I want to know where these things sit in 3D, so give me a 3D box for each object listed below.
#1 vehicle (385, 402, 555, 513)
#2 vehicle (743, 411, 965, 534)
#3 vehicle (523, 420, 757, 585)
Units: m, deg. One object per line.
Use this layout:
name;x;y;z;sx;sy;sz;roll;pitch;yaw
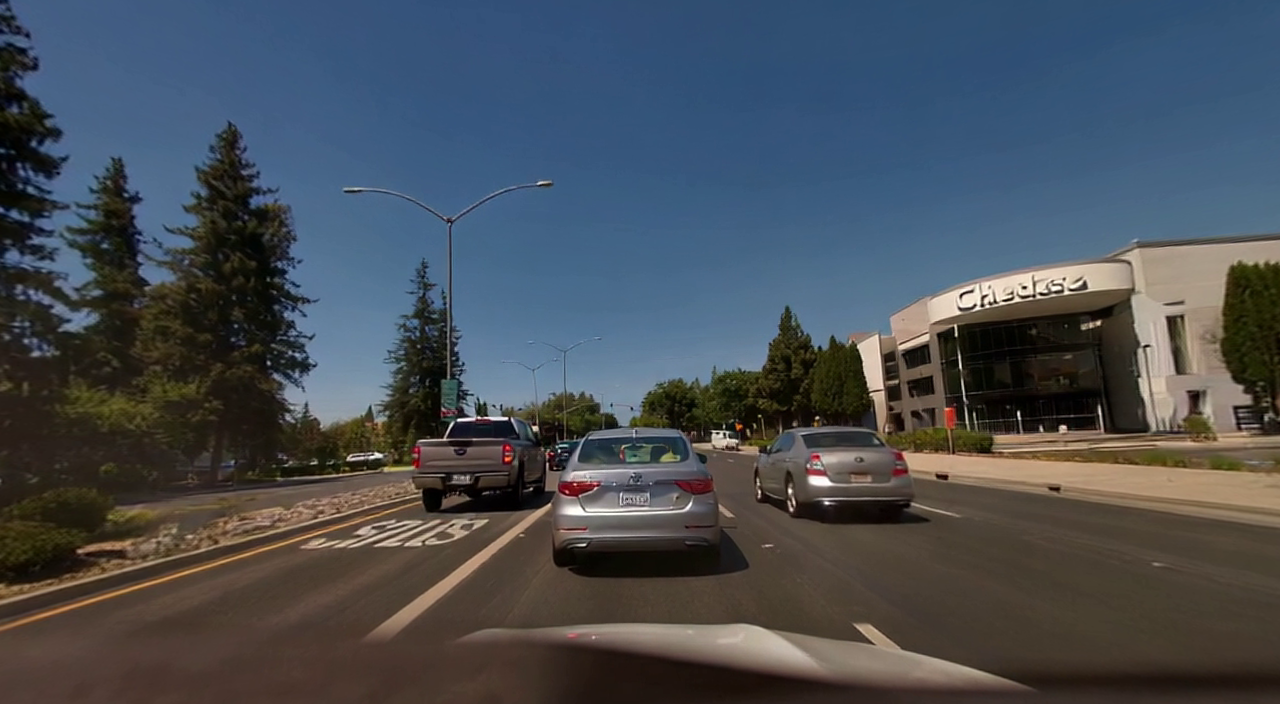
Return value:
vehicle;-3.453;2.319;14.259;2.301;1.985;5.531;0;-8;0
vehicle;3.331;2.000;11.097;2.092;1.658;4.814;0;-8;-1
vehicle;-0.066;1.665;7.804;2.126;1.475;3.967;0;-8;-2
